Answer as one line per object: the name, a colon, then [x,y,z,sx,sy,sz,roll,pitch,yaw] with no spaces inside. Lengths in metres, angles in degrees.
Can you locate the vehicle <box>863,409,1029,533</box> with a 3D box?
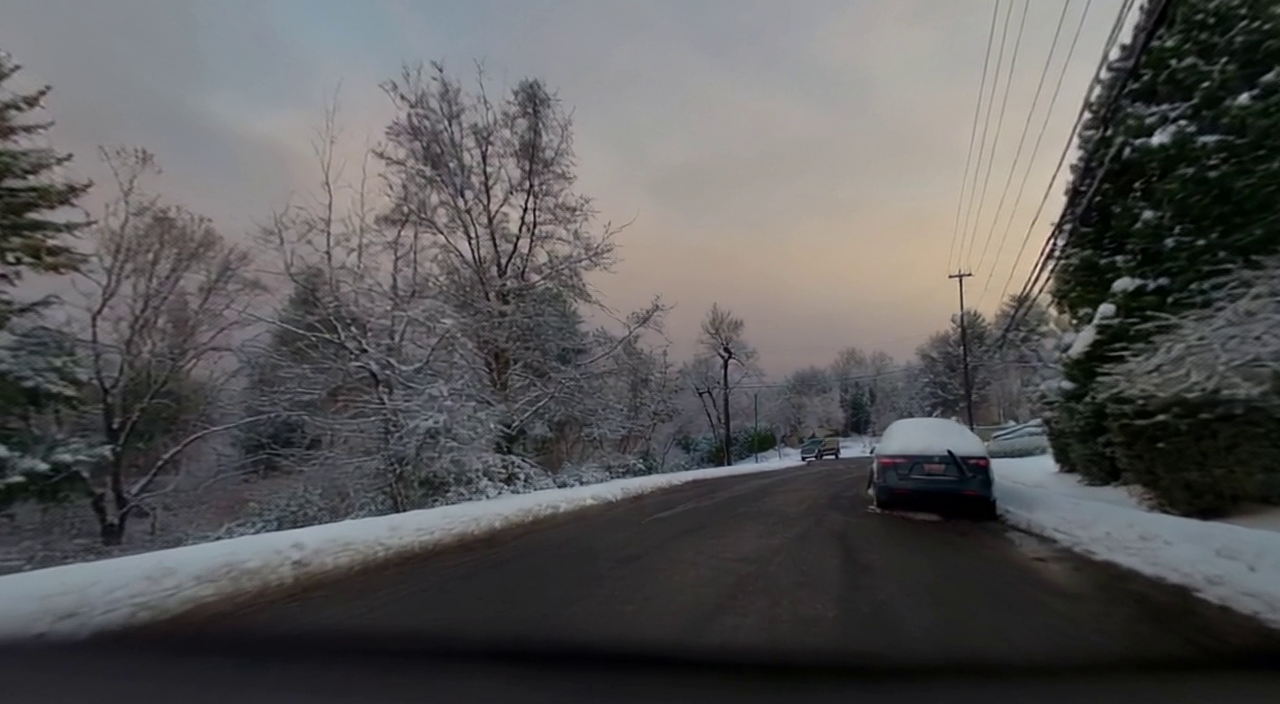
vehicle: [5.824,2.290,12.829,2.311,1.909,5.570,-3,-9,19]
